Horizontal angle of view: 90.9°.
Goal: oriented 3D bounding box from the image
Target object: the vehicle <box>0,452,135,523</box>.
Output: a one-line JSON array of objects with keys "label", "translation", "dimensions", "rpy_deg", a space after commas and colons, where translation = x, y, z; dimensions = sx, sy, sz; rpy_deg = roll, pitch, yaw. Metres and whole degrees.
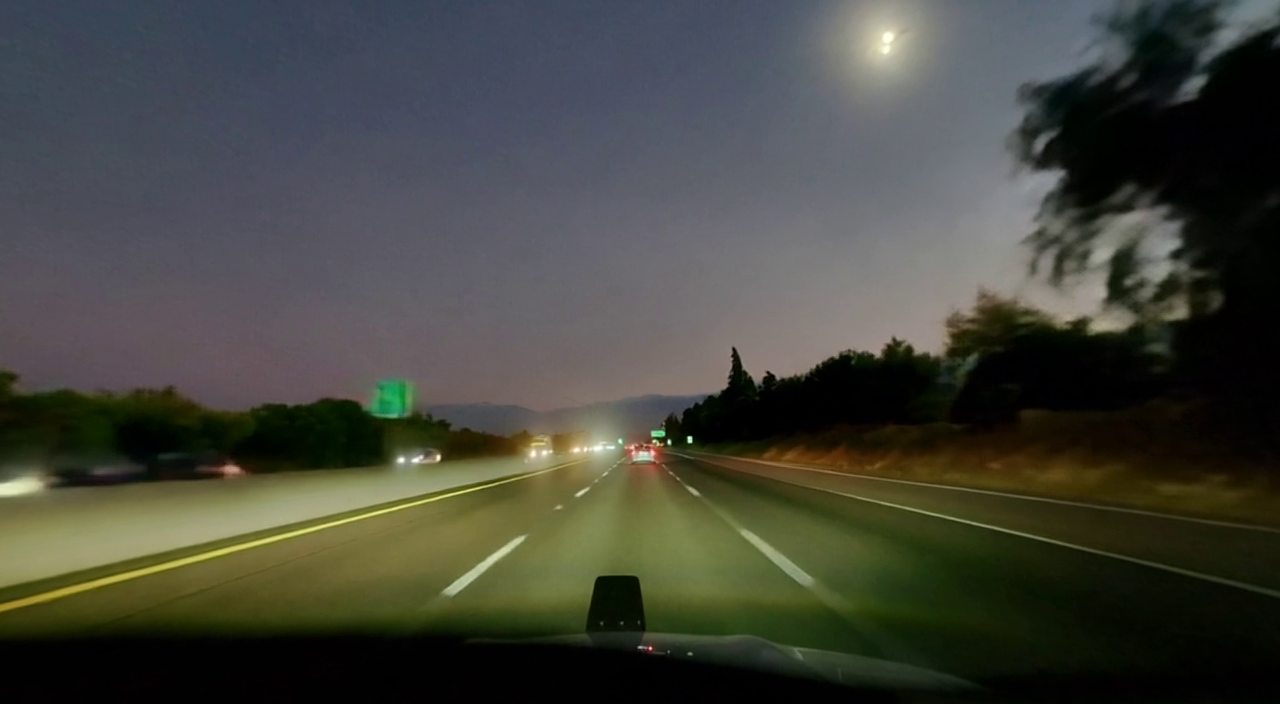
[{"label": "vehicle", "translation": [-15.323, 3.340, 15.864], "dimensions": [1.898, 1.564, 3.965], "rpy_deg": [-1, -9, 0]}]

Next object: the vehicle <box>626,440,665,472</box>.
[{"label": "vehicle", "translation": [0.335, 6.426, 39.046], "dimensions": [2.247, 1.825, 4.036], "rpy_deg": [-1, -9, 0]}]
